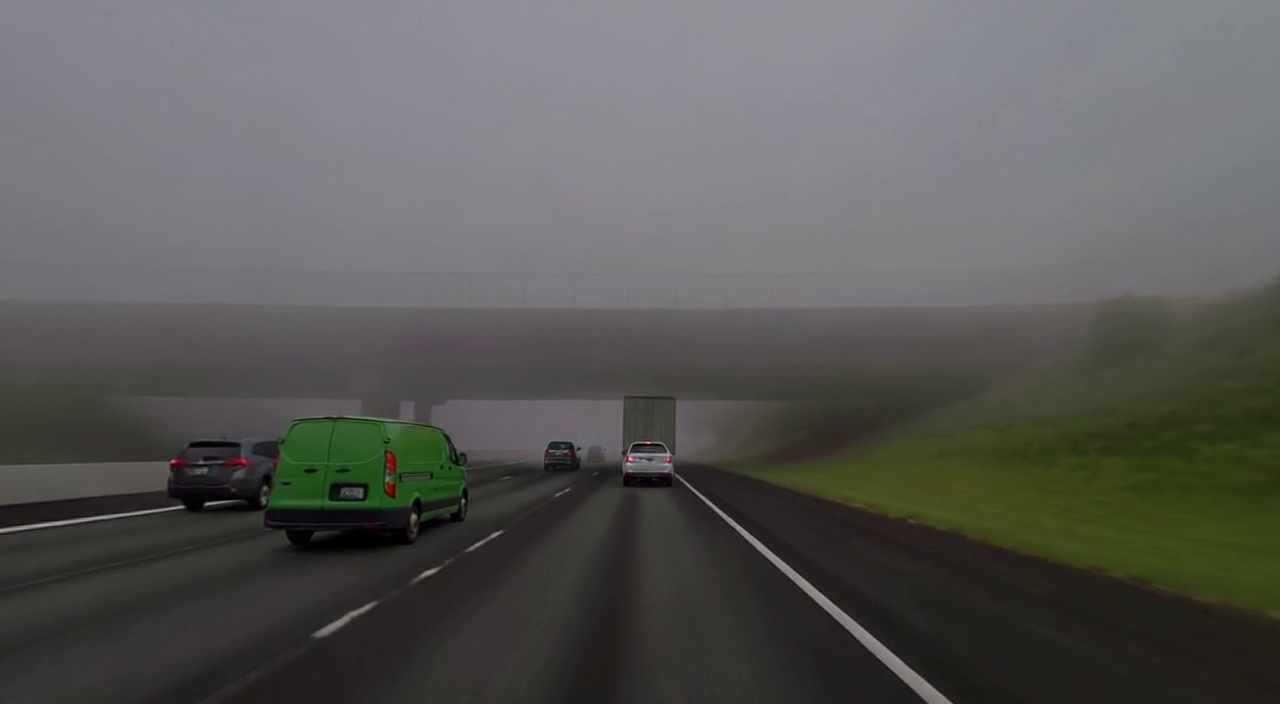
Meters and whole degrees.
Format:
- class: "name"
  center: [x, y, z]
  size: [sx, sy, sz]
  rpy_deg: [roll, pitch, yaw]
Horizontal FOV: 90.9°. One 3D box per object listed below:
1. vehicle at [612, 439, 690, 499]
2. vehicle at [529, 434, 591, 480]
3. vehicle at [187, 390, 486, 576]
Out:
- class: "vehicle"
  center: [0.264, 3.248, 17.764]
  size: [1.991, 1.507, 3.391]
  rpy_deg: [0, -9, 0]
- class: "vehicle"
  center: [-3.408, 4.583, 27.687]
  size: [2.068, 1.862, 4.234]
  rpy_deg: [0, -9, 1]
- class: "vehicle"
  center: [-3.583, 1.636, 8.471]
  size: [1.951, 1.882, 3.979]
  rpy_deg: [0, -9, 1]
